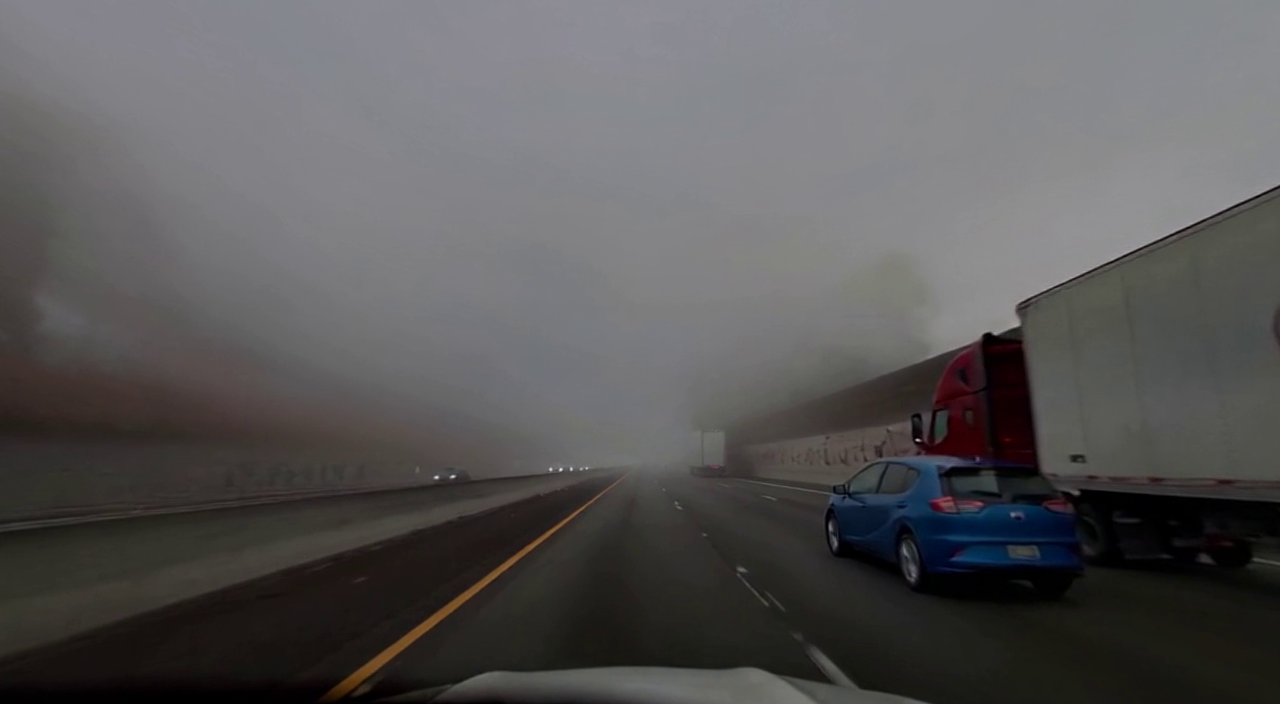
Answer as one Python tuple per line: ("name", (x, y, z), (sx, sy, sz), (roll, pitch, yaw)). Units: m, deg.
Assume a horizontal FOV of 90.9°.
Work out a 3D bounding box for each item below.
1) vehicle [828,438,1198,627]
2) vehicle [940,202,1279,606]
("vehicle", (3.780, 1.925, 7.303), (2.011, 1.574, 3.512), (-1, -11, -1))
("vehicle", (8.102, 0.309, 5.070), (3.298, 4.017, 16.824), (1, -10, 1))
